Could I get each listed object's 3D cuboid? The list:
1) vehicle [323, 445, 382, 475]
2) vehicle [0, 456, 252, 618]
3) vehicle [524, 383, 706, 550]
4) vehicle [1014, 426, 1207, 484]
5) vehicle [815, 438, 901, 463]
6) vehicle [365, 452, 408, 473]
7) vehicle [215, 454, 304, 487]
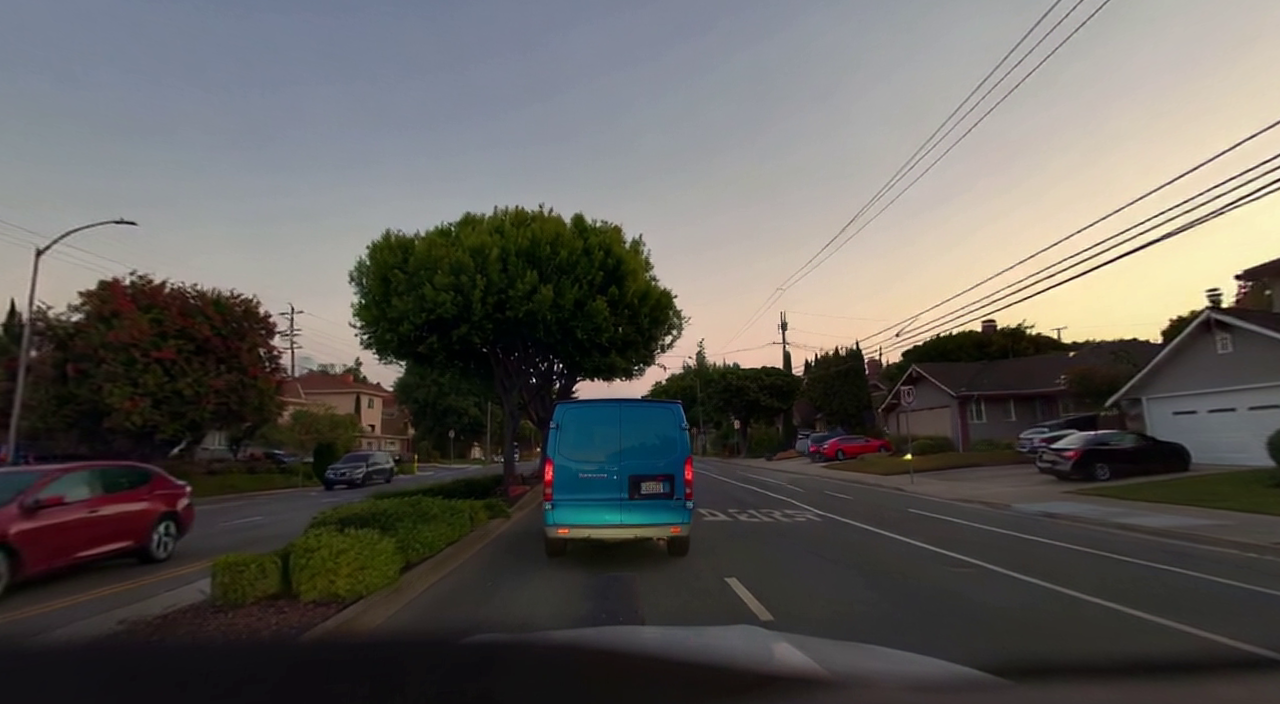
[{"bbox_3d":[-18.077,6.786,39.982,1.841,1.769,4.105,0,-9,-1],"label":"vehicle"},{"bbox_3d":[-7.159,2.066,7.823,1.962,1.481,4.434,0,-9,-2],"label":"vehicle"},{"bbox_3d":[-0.329,1.840,10.671,2.342,2.142,4.809,0,-9,0],"label":"vehicle"},{"bbox_3d":[13.144,2.883,17.849,3.916,1.517,1.887,0,-9,-2],"label":"vehicle"},{"bbox_3d":[13.076,5.926,38.128,4.483,1.463,1.805,0,-9,-1],"label":"vehicle"},{"bbox_3d":[-18.162,7.912,45.384,1.633,1.398,3.729,0,-9,-1],"label":"vehicle"},{"bbox_3d":[-18.514,5.767,30.988,1.816,1.445,4.120,0,-9,0],"label":"vehicle"}]
